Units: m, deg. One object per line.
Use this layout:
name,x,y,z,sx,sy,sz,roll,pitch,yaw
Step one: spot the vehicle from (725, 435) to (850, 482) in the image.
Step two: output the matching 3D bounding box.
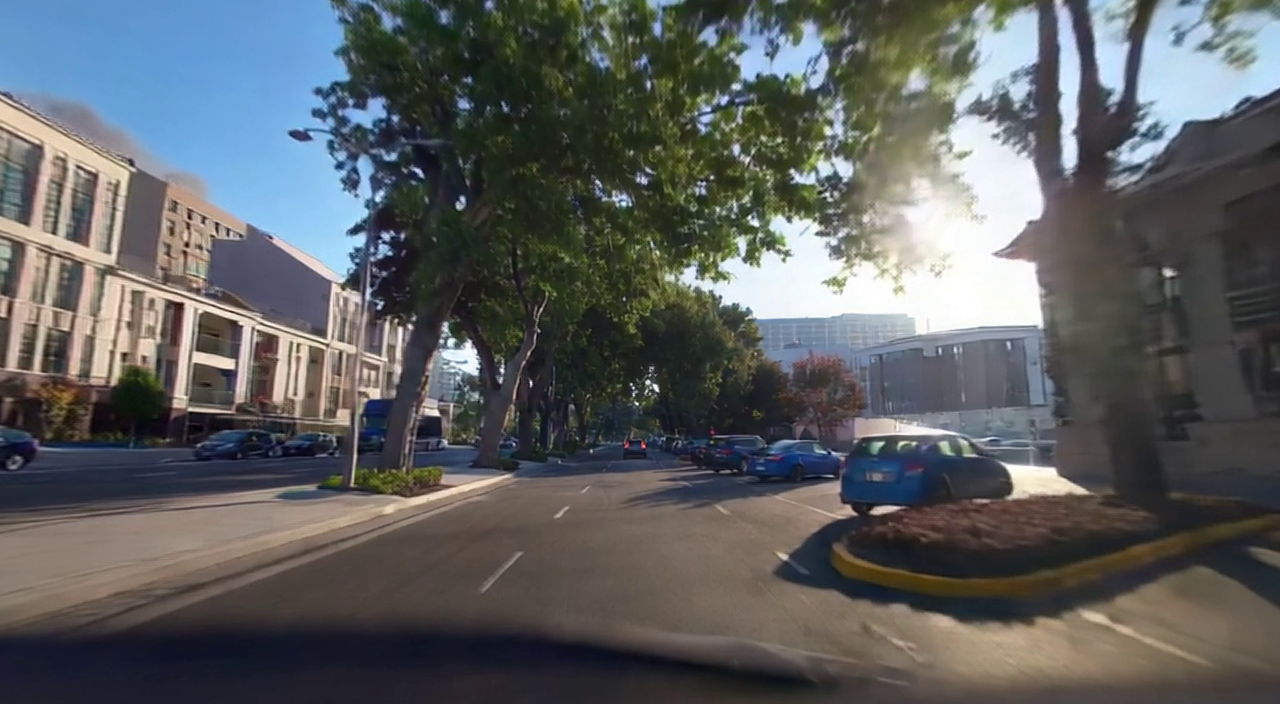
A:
vehicle,5.036,3.538,21.301,4.275,1.428,1.774,6,-10,-37

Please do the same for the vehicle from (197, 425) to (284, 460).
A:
vehicle,-19.037,4.328,30.166,1.792,1.554,3.682,0,-8,-1

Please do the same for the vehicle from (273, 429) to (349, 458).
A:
vehicle,-18.762,5.240,36.165,1.909,1.518,4.459,-1,-8,1

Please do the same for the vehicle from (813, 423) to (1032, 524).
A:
vehicle,5.116,2.075,11.306,3.765,1.497,1.831,5,-10,-35

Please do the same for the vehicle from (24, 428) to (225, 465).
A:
vehicle,-19.048,3.559,23.867,2.389,1.206,6.247,-1,-8,1
